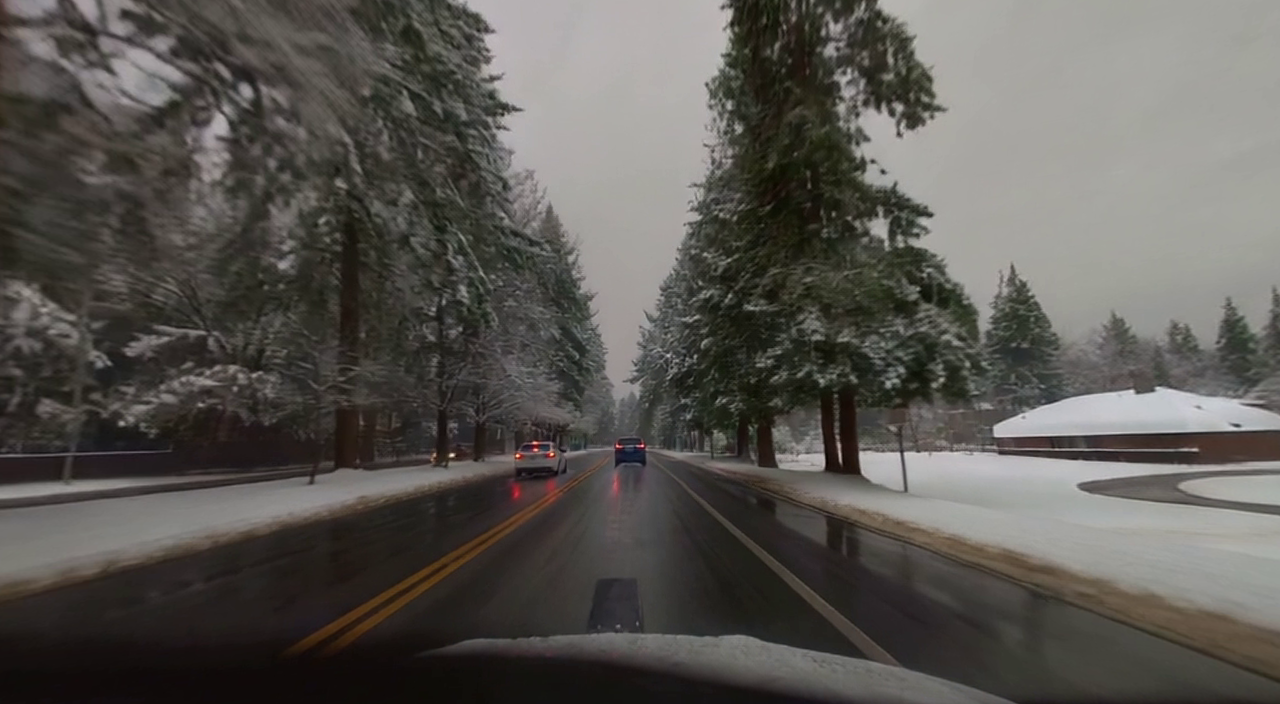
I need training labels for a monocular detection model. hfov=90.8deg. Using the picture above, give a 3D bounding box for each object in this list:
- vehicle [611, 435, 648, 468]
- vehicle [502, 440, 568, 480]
[{"bbox_3d":[-0.597,5.632,35.997,2.018,1.769,3.897,0,-8,-1],"label":"vehicle"},{"bbox_3d":[-4.171,4.361,25.776,1.917,1.448,4.178,0,-8,0],"label":"vehicle"}]
